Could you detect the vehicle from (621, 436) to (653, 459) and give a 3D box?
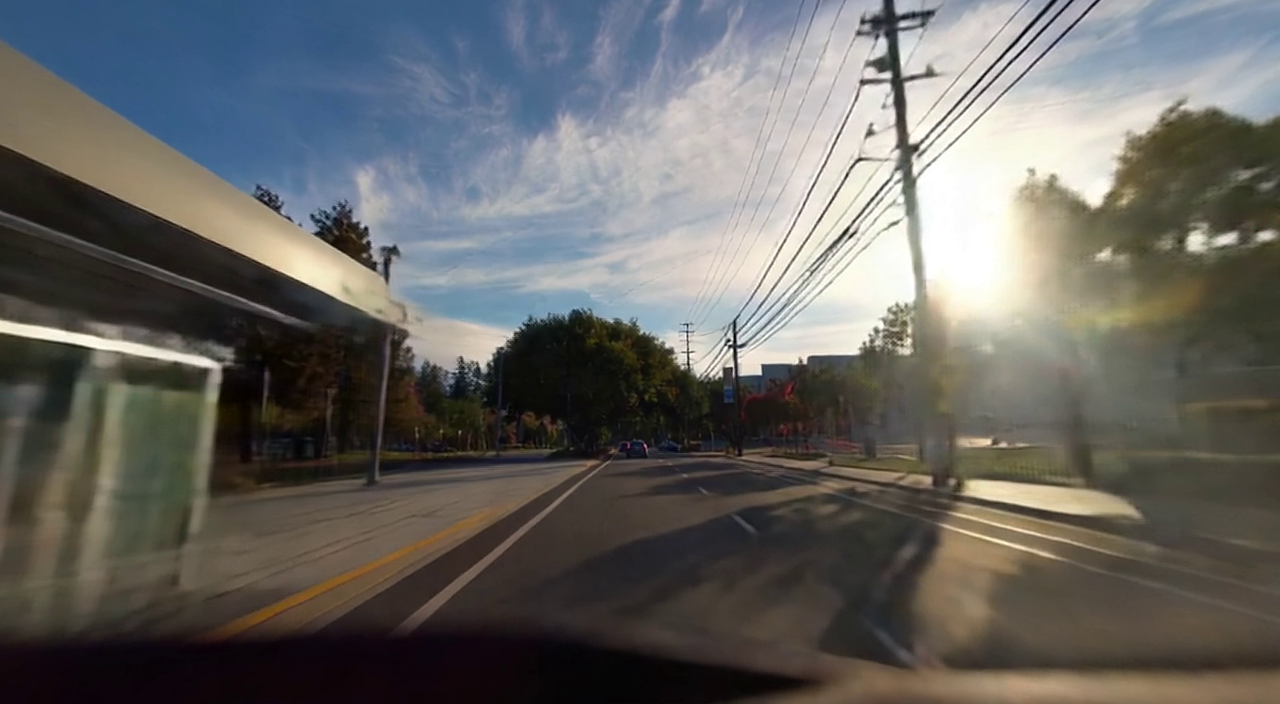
[{"bbox_3d":[-0.234,6.482,42.981,2.109,1.501,4.042,0,-8,-1],"label":"vehicle"}]
